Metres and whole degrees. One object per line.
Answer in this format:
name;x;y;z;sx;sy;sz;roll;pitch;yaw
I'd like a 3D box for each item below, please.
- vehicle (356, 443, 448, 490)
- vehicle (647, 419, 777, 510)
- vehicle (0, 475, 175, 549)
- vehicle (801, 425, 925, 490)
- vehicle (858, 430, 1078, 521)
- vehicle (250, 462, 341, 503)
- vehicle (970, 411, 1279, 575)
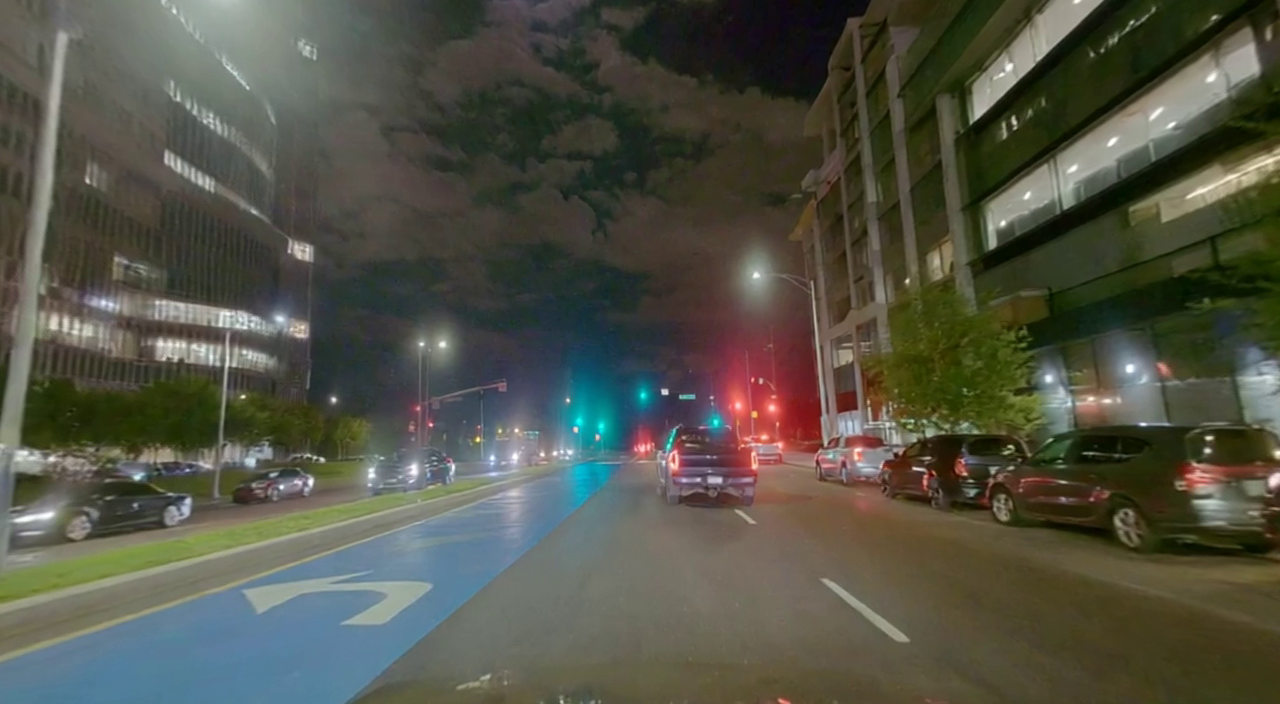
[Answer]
vehicle;-9.910;4.774;26.702;2.072;1.806;4.736;0;-9;-1
vehicle;1.444;2.541;14.603;2.283;1.773;4.255;0;-9;-3
vehicle;-16.325;4.459;18.204;1.933;1.590;4.980;0;-9;1
vehicle;6.908;3.351;20.336;2.088;1.761;5.697;0;-9;2
vehicle;6.540;2.525;13.456;2.106;1.550;5.046;0;-9;2
vehicle;-16.465;6.220;30.438;1.942;1.691;4.281;0;-9;0
vehicle;6.688;1.746;8.591;1.927;1.631;4.417;0;-9;-1
